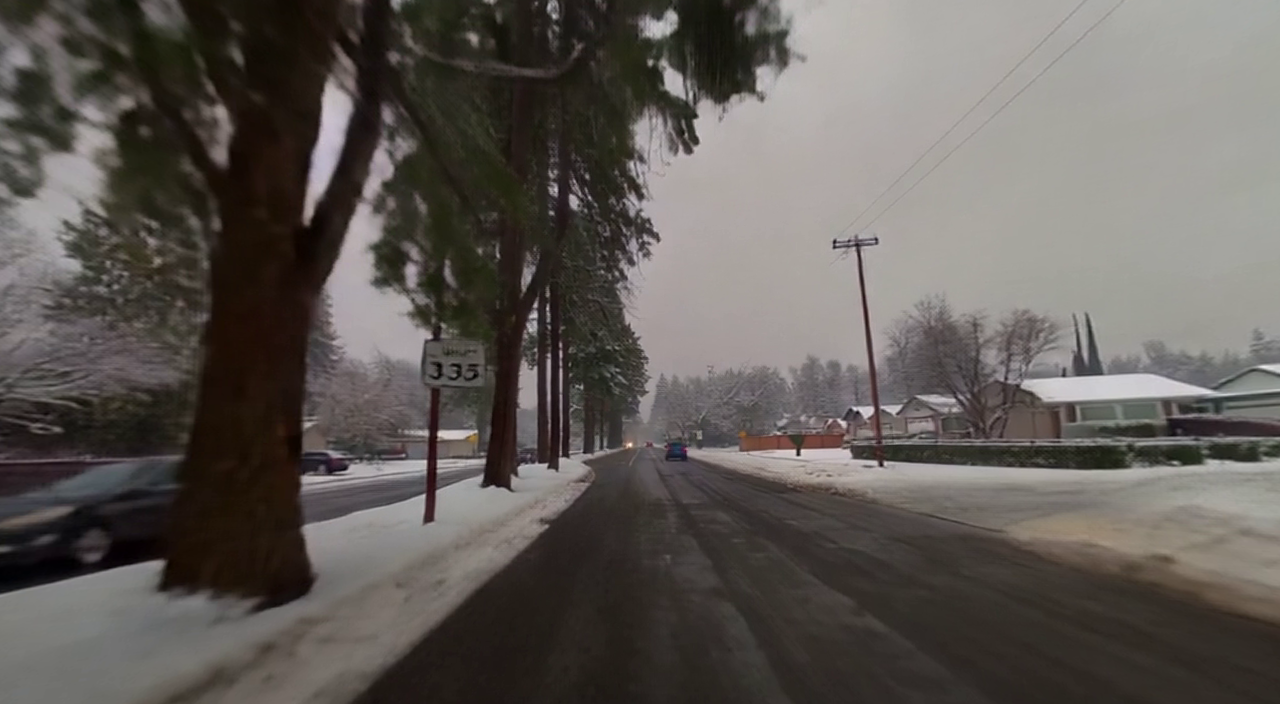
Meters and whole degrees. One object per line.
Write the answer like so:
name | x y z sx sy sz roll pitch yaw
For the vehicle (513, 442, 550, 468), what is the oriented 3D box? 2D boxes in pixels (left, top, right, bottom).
vehicle | -8.093 7.740 47.622 1.964 1.722 4.403 -3 -8 0

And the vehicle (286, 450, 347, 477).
vehicle | -21.682 7.445 42.557 1.860 1.663 4.418 0 -8 -1

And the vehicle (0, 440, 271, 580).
vehicle | -8.462 2.339 10.331 2.054 1.746 4.507 0 -8 1
